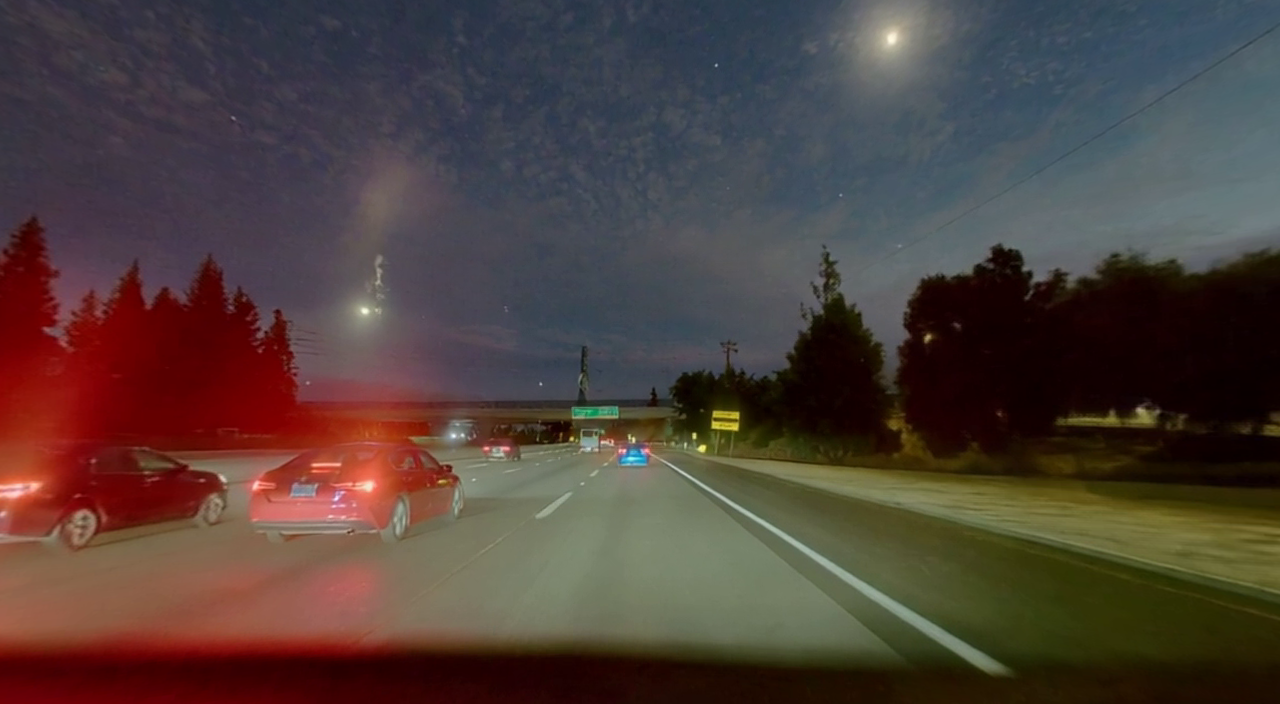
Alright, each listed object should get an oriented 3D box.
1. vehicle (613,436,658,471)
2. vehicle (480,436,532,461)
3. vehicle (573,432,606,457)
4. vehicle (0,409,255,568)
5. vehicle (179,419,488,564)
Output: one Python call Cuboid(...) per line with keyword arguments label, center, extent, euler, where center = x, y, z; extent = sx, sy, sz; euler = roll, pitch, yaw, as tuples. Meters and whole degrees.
Cuboid(label="vehicle", center=(-0.216, 4.665, 29.065), extent=(1.954, 1.460, 3.983), euler=(0, -8, -1))
Cuboid(label="vehicle", center=(-8.387, 6.100, 39.764), extent=(2.053, 1.486, 5.050), euler=(0, -8, 1))
Cuboid(label="vehicle", center=(-3.777, 6.978, 47.480), extent=(2.174, 1.806, 3.932), euler=(0, -8, 0))
Cuboid(label="vehicle", center=(-7.527, 1.658, 8.202), extent=(1.968, 1.614, 4.674), euler=(0, -8, 1))
Cuboid(label="vehicle", center=(-3.789, 1.803, 8.958), extent=(2.035, 1.514, 4.600), euler=(0, -8, 1))
